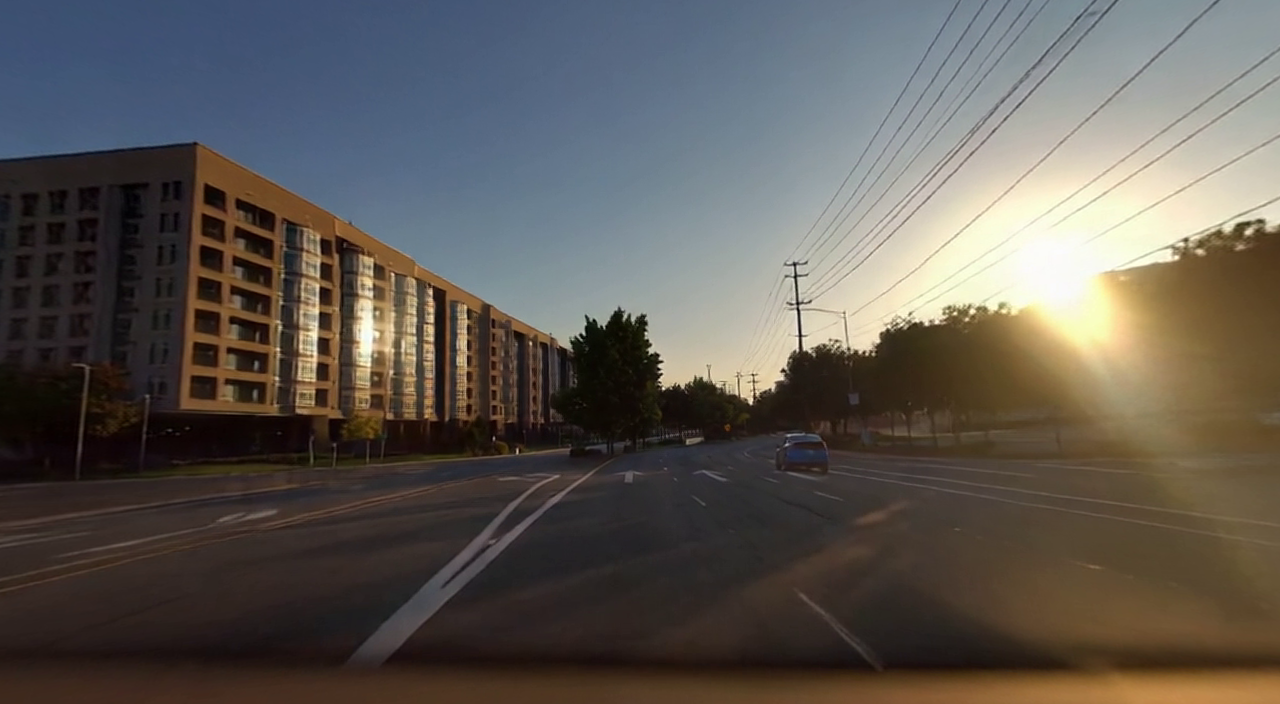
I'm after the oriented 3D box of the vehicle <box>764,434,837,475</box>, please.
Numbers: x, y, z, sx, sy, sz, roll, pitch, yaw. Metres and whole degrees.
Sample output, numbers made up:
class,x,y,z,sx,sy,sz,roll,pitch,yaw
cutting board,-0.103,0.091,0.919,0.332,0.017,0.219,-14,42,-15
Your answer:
class,x,y,z,sx,sy,sz,roll,pitch,yaw
vehicle,6.247,4.029,24.959,1.908,1.476,3.880,0,-9,1
